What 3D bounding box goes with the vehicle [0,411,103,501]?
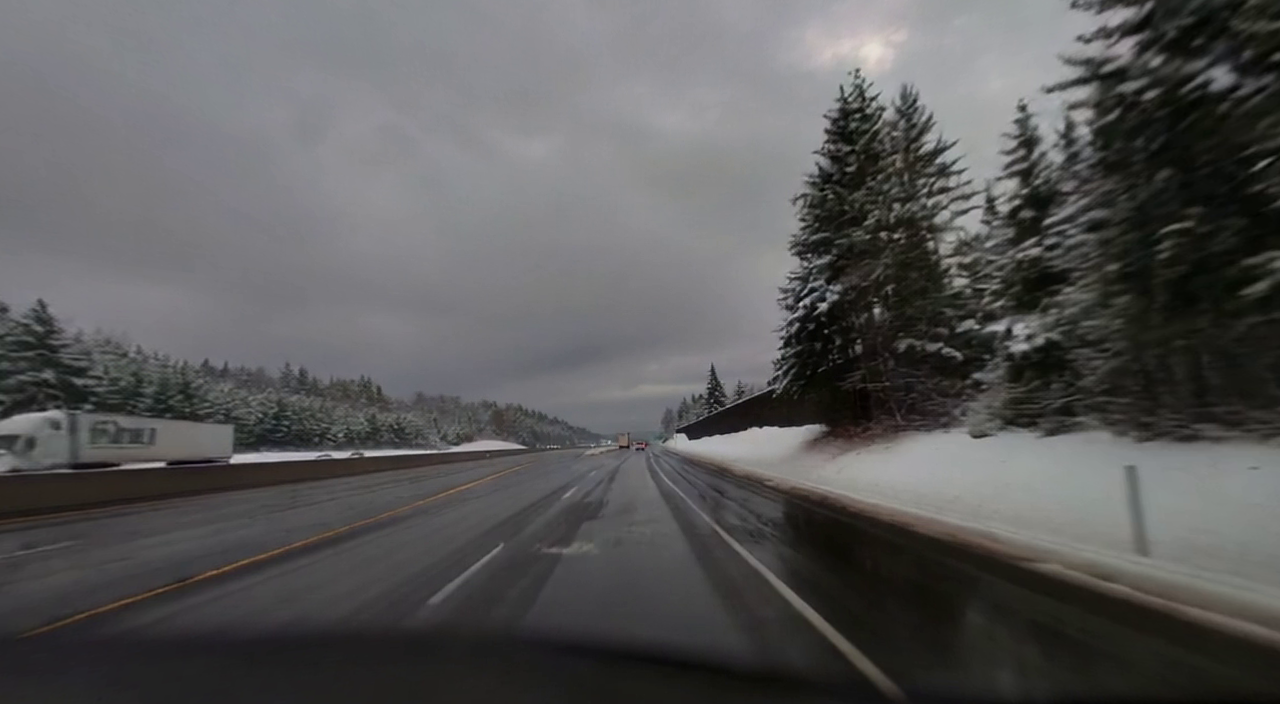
[{"bbox_3d":[-29.683,4.955,30.335,2.942,3.911,5.799,0,-8,-9],"label":"vehicle"}]
